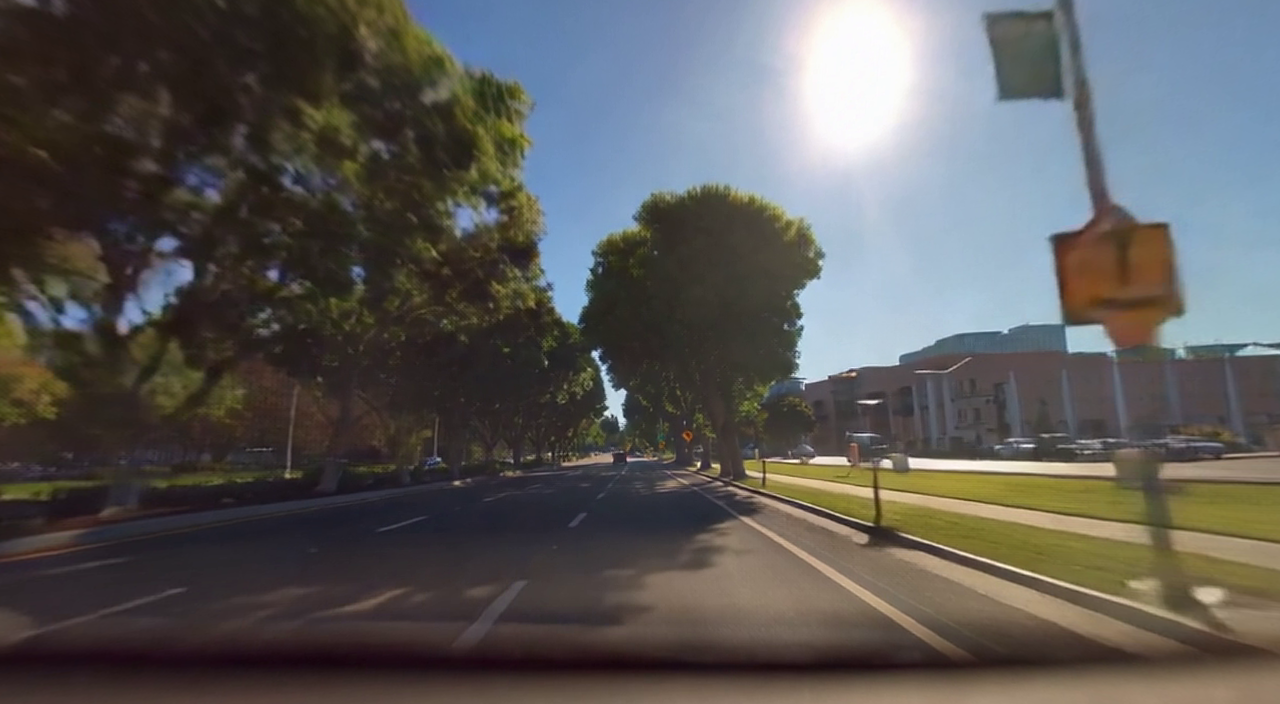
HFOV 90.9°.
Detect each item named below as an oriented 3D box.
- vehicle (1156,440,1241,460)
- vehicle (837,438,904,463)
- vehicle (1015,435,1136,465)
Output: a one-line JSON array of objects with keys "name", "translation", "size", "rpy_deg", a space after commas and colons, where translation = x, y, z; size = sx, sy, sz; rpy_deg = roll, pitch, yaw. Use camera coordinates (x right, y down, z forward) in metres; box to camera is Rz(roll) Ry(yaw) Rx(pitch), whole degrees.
[{"name": "vehicle", "translation": [44.130, 7.772, 49.956], "size": [1.734, 1.466, 4.611], "rpy_deg": [5, -10, -31]}, {"name": "vehicle", "translation": [14.576, 6.261, 40.066], "size": [3.641, 1.408, 1.584], "rpy_deg": [-2, -9, 5]}, {"name": "vehicle", "translation": [27.511, 6.241, 40.091], "size": [2.196, 1.745, 5.838], "rpy_deg": [6, -10, -33]}]
